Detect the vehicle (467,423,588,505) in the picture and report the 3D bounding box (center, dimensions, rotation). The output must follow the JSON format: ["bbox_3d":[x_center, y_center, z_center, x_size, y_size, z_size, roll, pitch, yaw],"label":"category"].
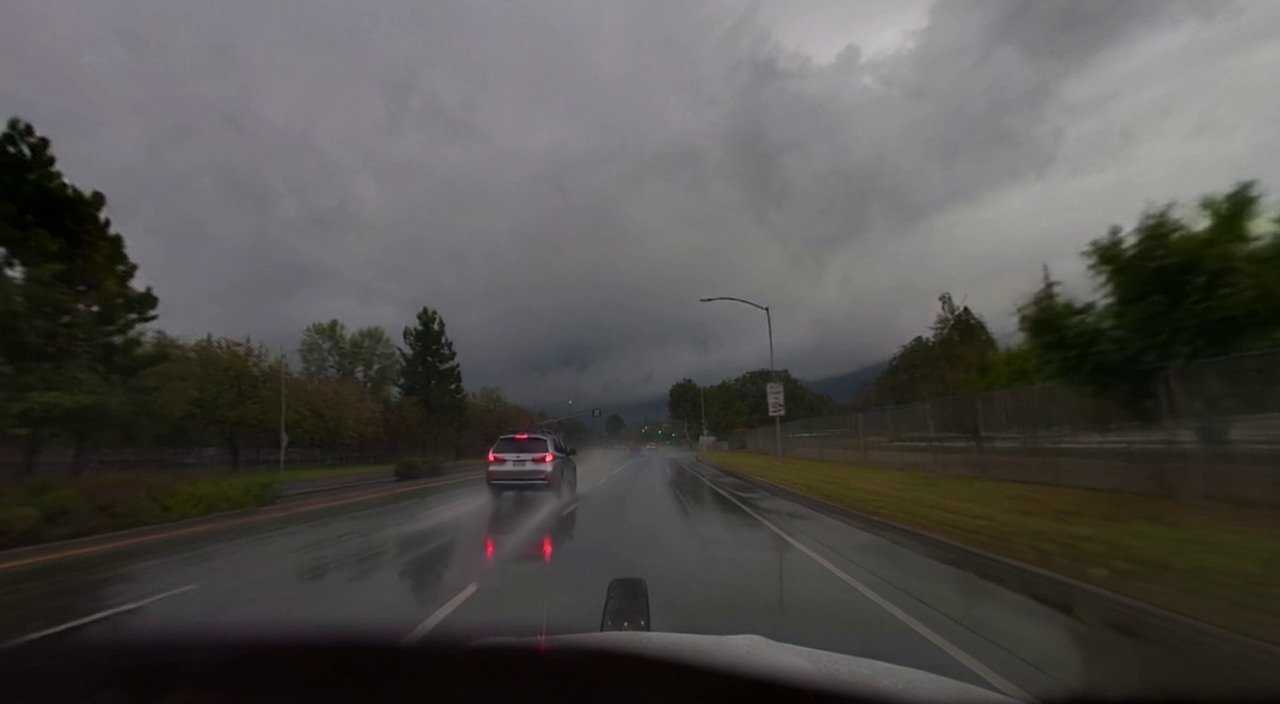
[{"bbox_3d":[-2.773,2.913,16.833,2.160,1.855,4.695,0,-8,2],"label":"vehicle"}]
